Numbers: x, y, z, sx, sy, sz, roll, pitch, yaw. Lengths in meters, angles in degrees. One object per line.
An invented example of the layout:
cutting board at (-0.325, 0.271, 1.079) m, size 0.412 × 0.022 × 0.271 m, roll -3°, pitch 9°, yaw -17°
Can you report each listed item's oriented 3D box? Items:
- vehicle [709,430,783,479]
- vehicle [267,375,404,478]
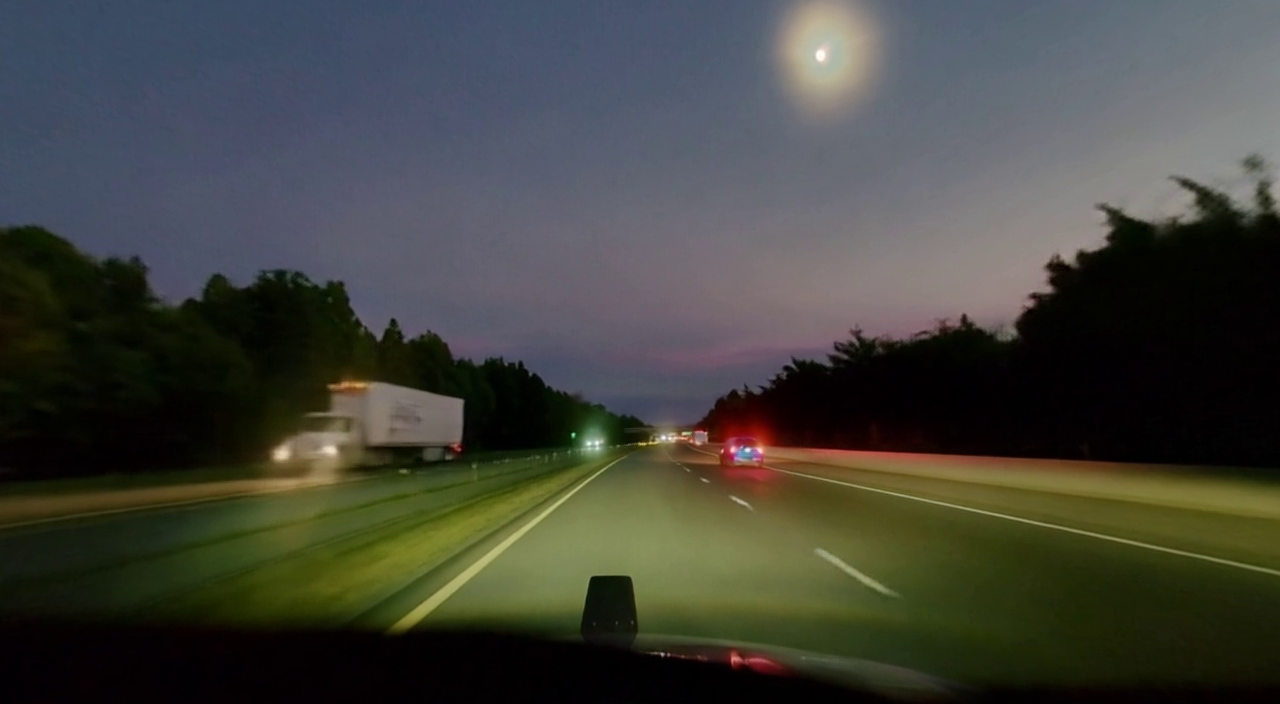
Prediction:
vehicle at (3.919, 3.867, 24.063) m, size 2.022 × 1.663 × 4.245 m, roll 0°, pitch -8°, yaw -1°
vehicle at (-12.937, 3.303, 27.409) m, size 3.022 × 3.959 × 5.729 m, roll 0°, pitch -8°, yaw 0°
